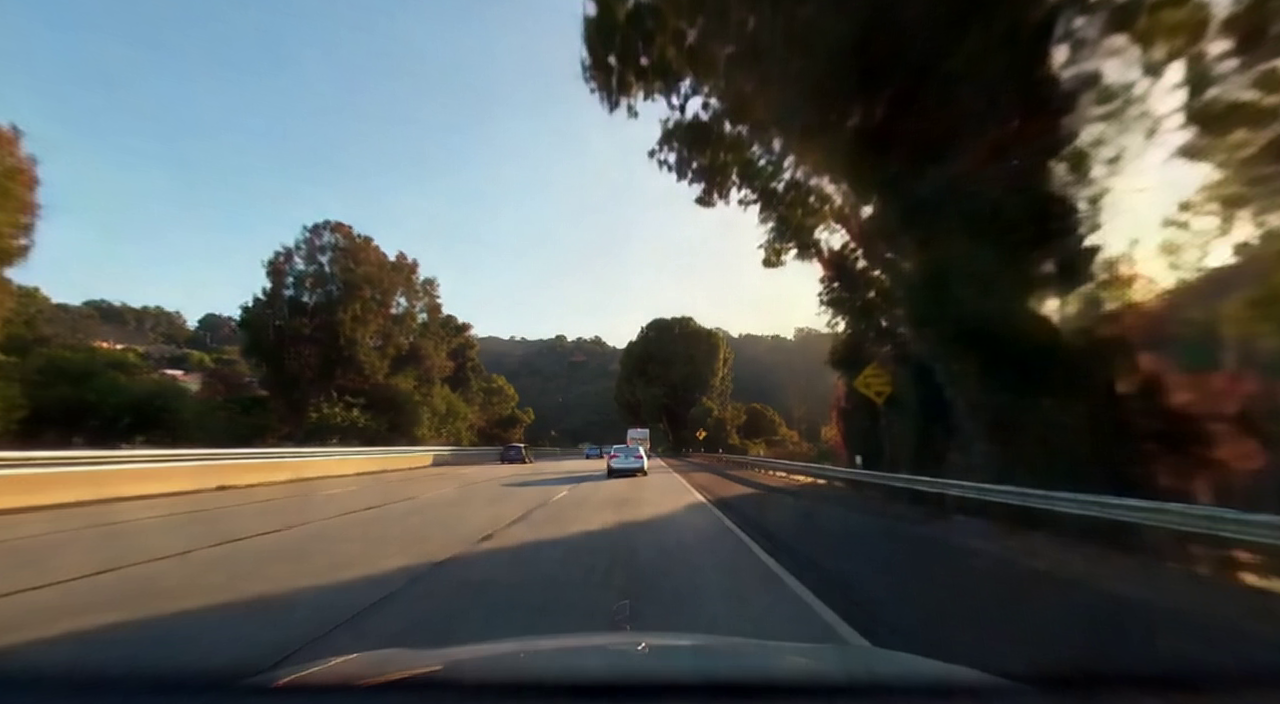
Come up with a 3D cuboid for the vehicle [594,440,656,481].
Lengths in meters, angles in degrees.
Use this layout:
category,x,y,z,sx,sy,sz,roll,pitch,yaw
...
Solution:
category,x,y,z,sx,sy,sz,roll,pitch,yaw
vehicle,-0.536,4.185,24.537,2.238,1.479,3.672,0,-9,0
